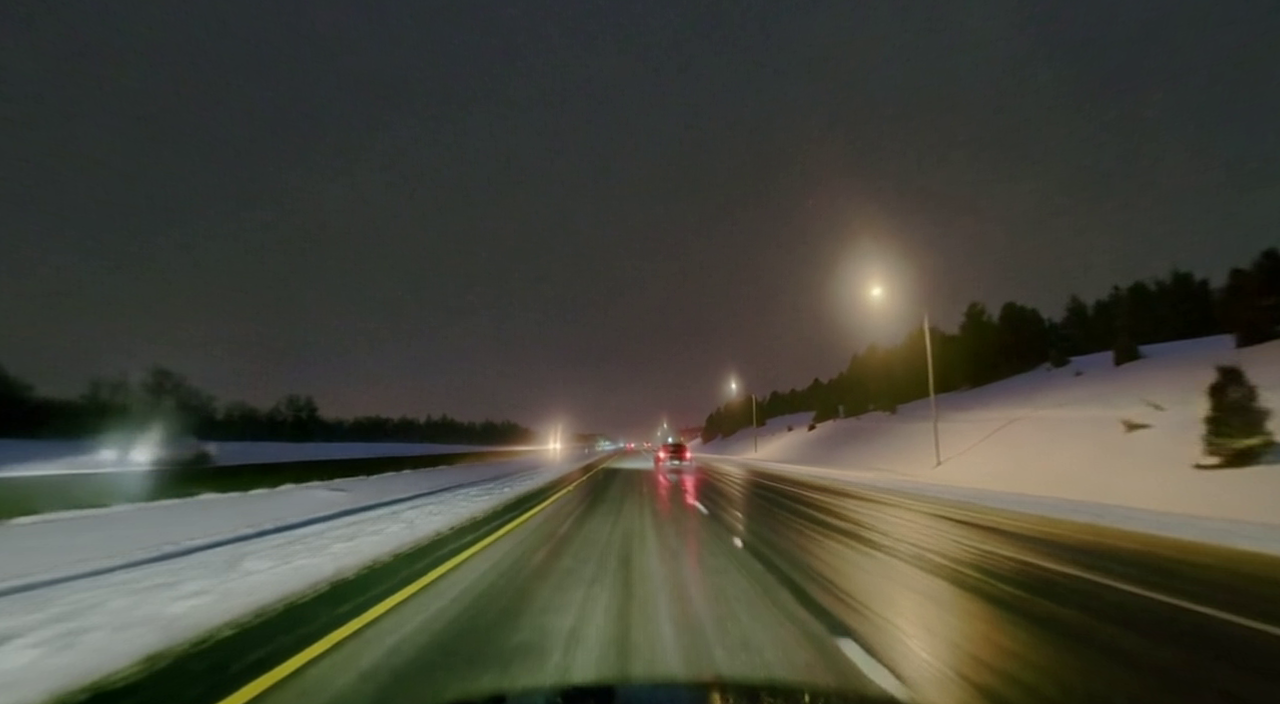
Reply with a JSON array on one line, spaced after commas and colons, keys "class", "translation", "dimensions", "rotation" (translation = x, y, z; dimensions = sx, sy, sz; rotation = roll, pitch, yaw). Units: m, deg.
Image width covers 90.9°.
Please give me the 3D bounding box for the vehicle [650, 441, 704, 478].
[{"class": "vehicle", "translation": [1.552, 4.709, 27.860], "dimensions": [1.991, 1.475, 4.302], "rotation": [0, -8, -2]}]
